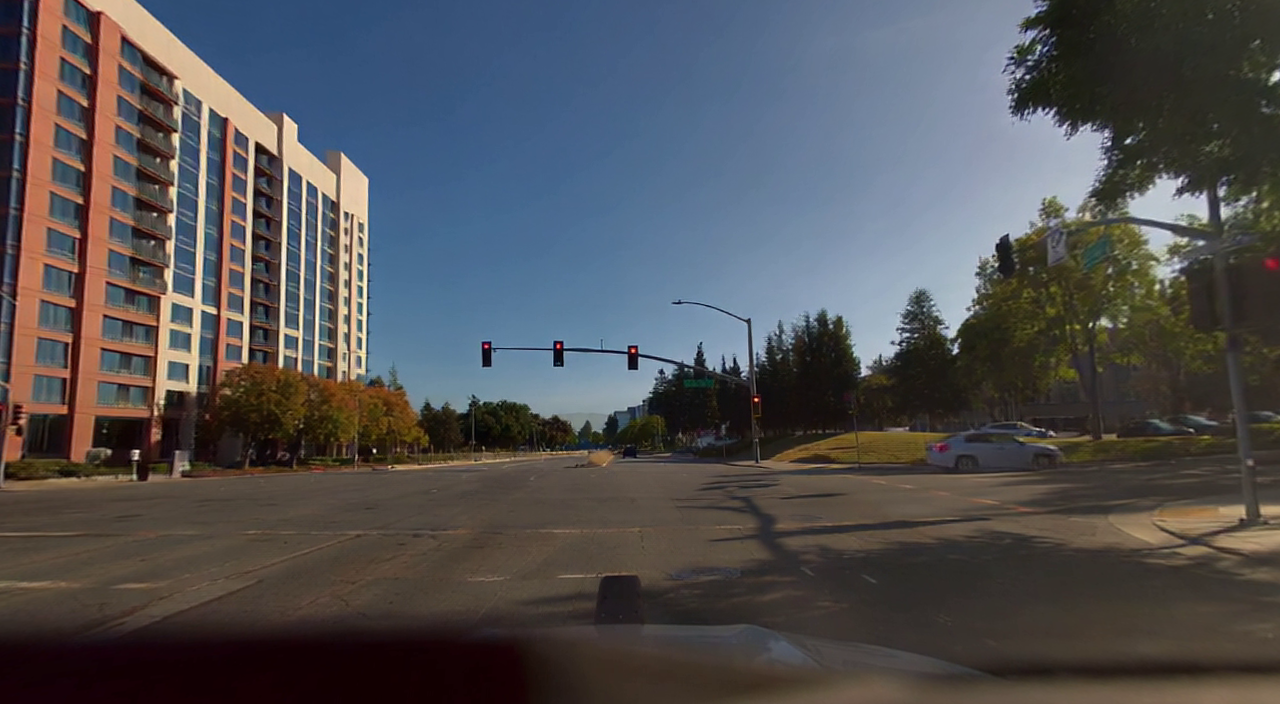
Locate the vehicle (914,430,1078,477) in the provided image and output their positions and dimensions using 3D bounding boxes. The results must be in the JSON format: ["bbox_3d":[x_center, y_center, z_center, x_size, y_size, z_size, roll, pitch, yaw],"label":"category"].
[{"bbox_3d":[14.449,4.173,25.962,5.357,1.814,2.141,-1,-8,3],"label":"vehicle"}]
